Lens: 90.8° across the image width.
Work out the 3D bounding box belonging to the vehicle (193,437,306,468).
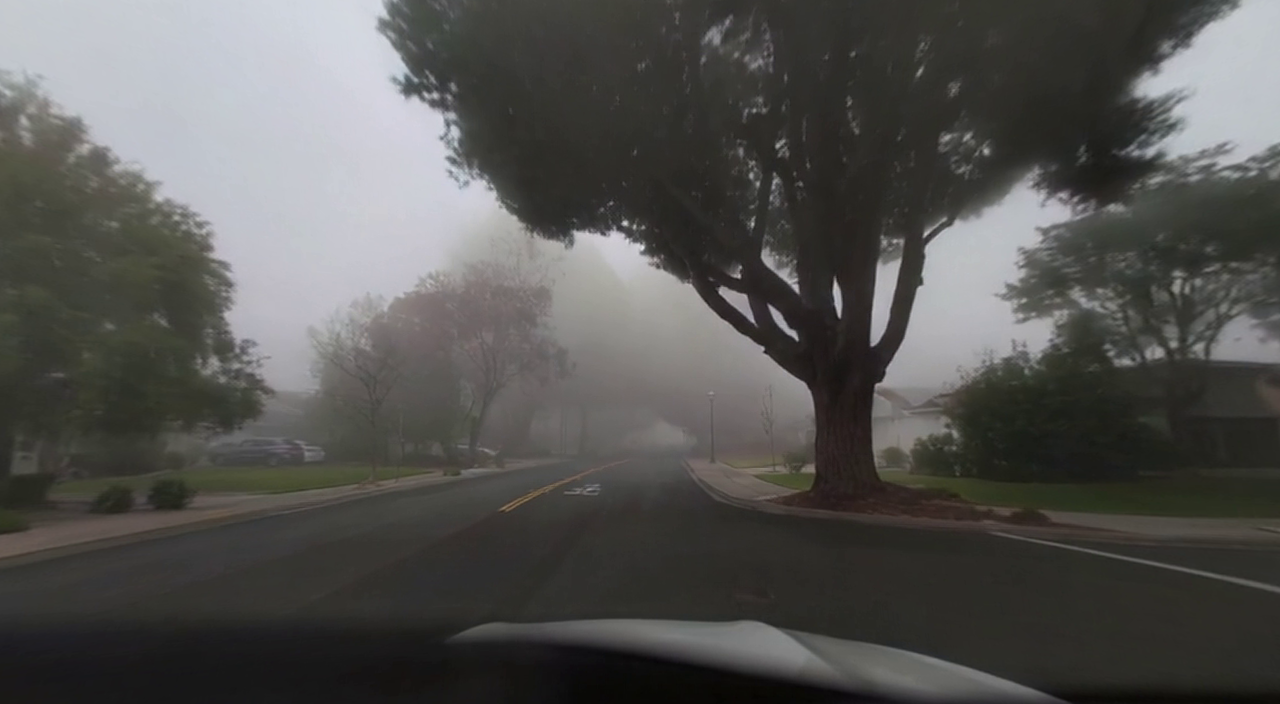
[{"bbox_3d":[-19.648,5.088,31.970,4.373,1.464,1.917,2,-10,-13],"label":"vehicle"}]
